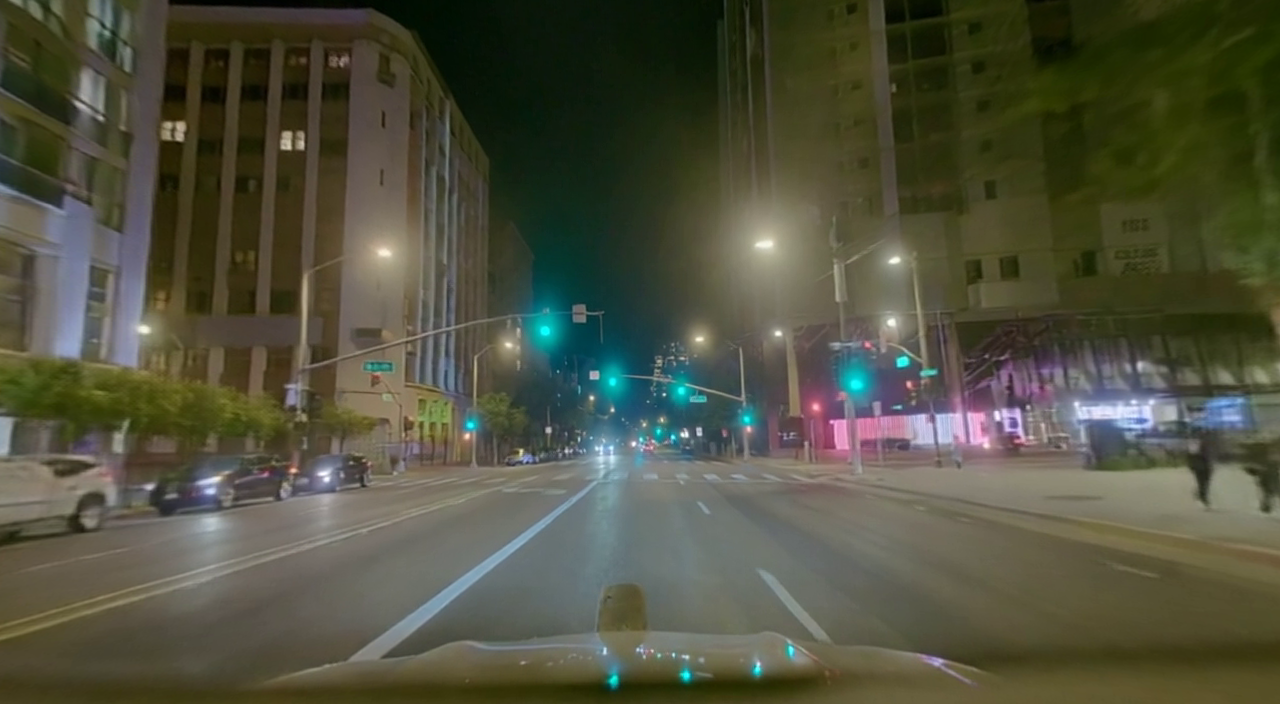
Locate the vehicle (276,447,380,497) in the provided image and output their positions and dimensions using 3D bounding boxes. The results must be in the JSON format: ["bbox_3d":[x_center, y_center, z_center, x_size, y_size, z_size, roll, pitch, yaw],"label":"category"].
[{"bbox_3d":[-11.990,4.598,24.461,1.956,1.624,4.186,-3,-8,0],"label":"vehicle"}]

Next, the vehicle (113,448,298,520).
[{"bbox_3d":[-12.078,3.641,17.927,1.898,1.724,4.445,0,-8,3],"label":"vehicle"}]

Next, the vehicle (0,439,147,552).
[{"bbox_3d":[-12.280,2.566,11.343,2.126,1.963,5.547,0,-8,1],"label":"vehicle"}]
